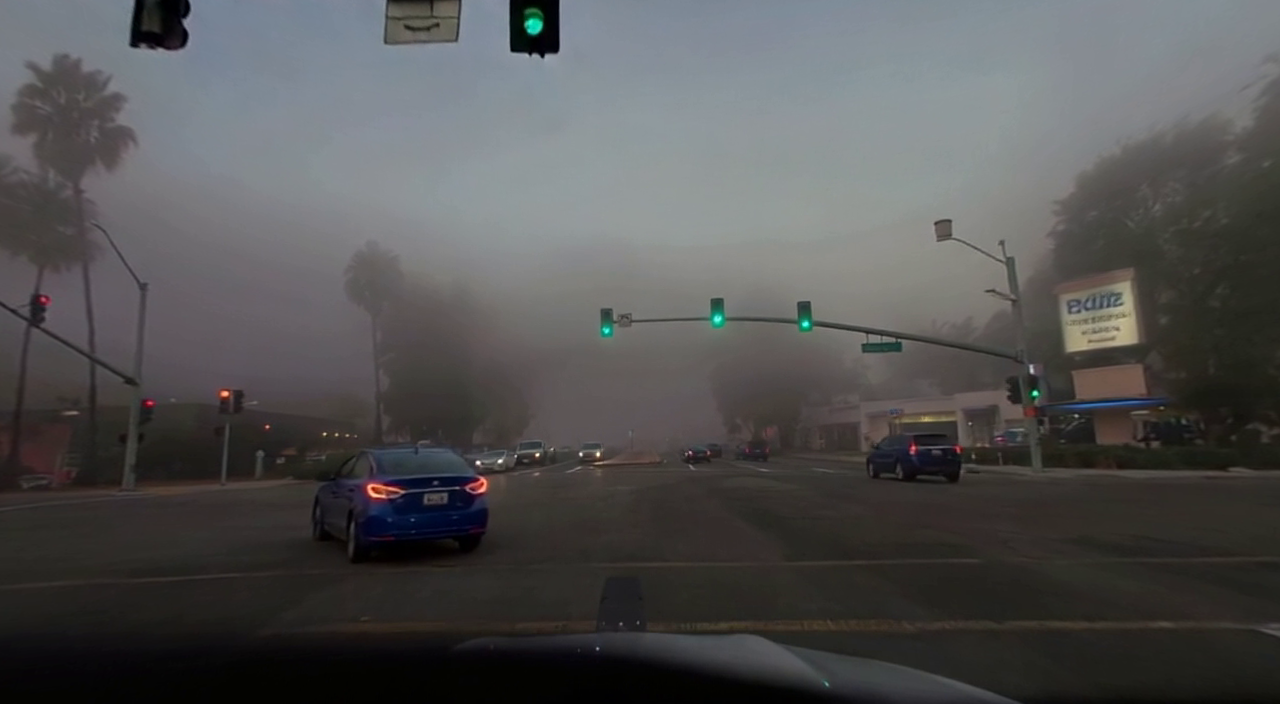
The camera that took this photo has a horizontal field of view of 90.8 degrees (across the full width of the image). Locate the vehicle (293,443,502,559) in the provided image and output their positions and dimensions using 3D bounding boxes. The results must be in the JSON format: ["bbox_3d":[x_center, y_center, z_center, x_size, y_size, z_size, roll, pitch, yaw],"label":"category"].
[{"bbox_3d":[-4.173,2.255,10.461,2.089,1.471,4.206,6,-10,-36],"label":"vehicle"}]

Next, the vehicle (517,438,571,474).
[{"bbox_3d":[-4.983,5.441,33.305,2.187,1.740,4.022,0,-8,0],"label":"vehicle"}]

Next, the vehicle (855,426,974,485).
[{"bbox_3d":[9.604,3.676,22.621,2.059,1.859,4.690,0,-8,-1],"label":"vehicle"}]

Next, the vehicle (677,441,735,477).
[{"bbox_3d":[2.842,4.724,28.077,1.977,1.449,4.254,0,-8,-2],"label":"vehicle"}]

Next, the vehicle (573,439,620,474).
[{"bbox_3d":[-2.202,5.478,33.326,2.041,1.473,4.221,-1,-5,2],"label":"vehicle"}]
